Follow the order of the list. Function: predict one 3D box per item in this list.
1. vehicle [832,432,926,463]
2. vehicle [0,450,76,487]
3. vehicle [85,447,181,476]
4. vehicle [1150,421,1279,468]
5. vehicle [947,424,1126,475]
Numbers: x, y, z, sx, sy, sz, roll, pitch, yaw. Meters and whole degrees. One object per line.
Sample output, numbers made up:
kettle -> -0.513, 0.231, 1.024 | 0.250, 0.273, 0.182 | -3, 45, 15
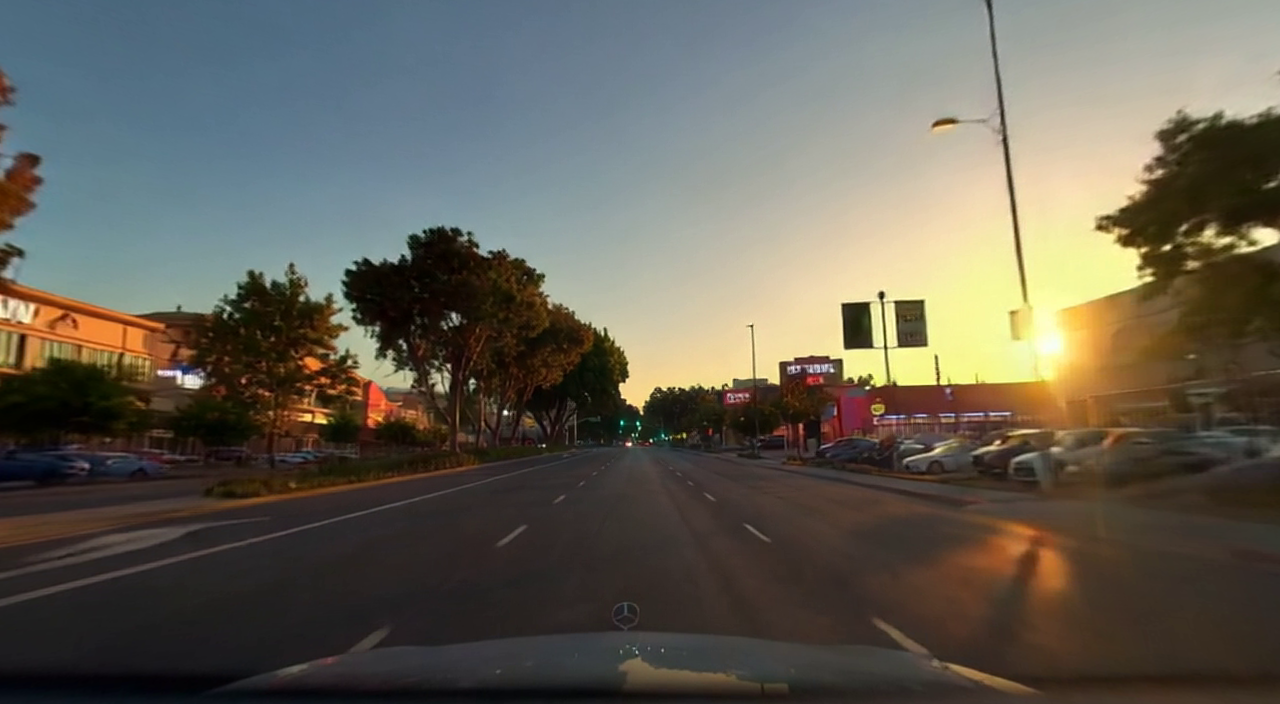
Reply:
vehicle -> 13.381, 5.366, 35.506 | 4.386, 1.570, 2.043 | -1, -9, -2
vehicle -> -30.693, 5.633, 30.793 | 4.441, 1.667, 2.223 | -1, -8, 6
vehicle -> -30.775, 6.652, 38.414 | 4.189, 1.678, 1.887 | 0, -8, 1
vehicle -> 24.399, 3.871, 26.478 | 1.917, 1.772, 5.073 | 0, -8, 2
vehicle -> 14.325, 3.553, 23.071 | 5.134, 1.732, 2.047 | 0, -8, 0
